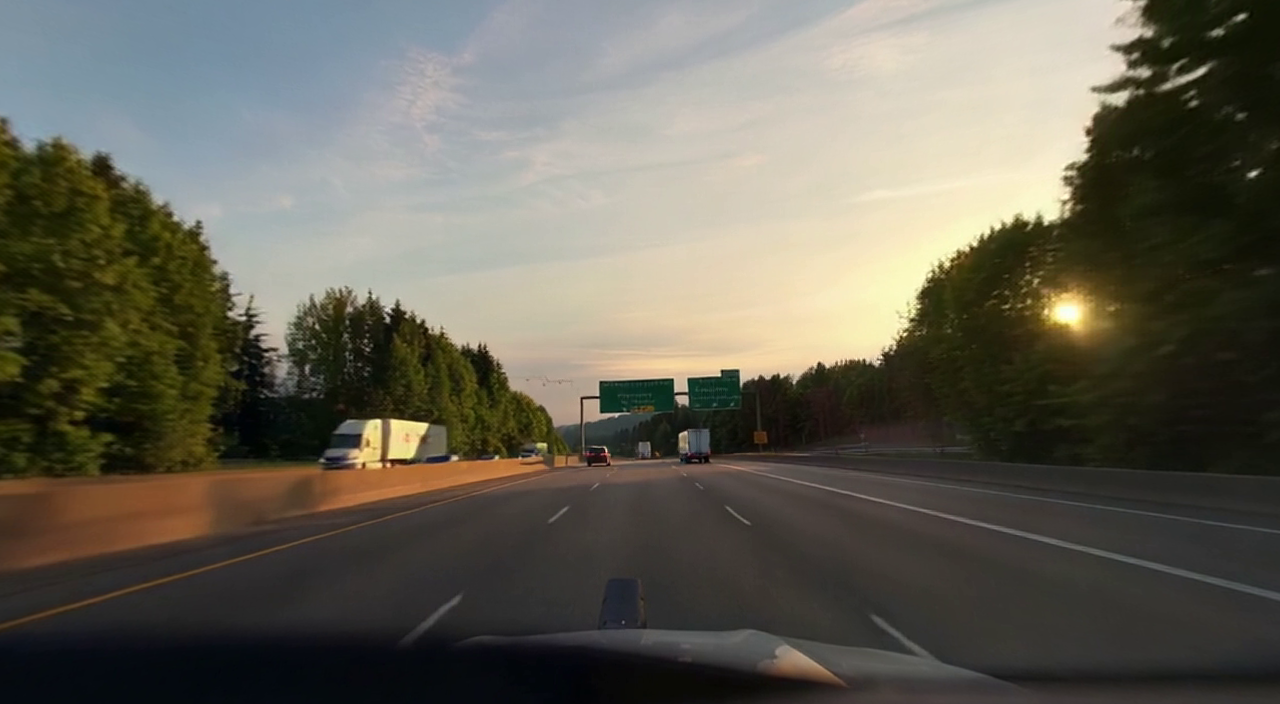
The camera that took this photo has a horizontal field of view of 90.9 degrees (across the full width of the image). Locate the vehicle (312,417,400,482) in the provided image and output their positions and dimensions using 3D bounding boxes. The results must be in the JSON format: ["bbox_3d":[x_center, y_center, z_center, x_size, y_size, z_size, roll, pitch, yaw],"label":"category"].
[{"bbox_3d":[-18.691,6.455,41.881,3.008,3.926,5.831,0,-9,0],"label":"vehicle"}]
